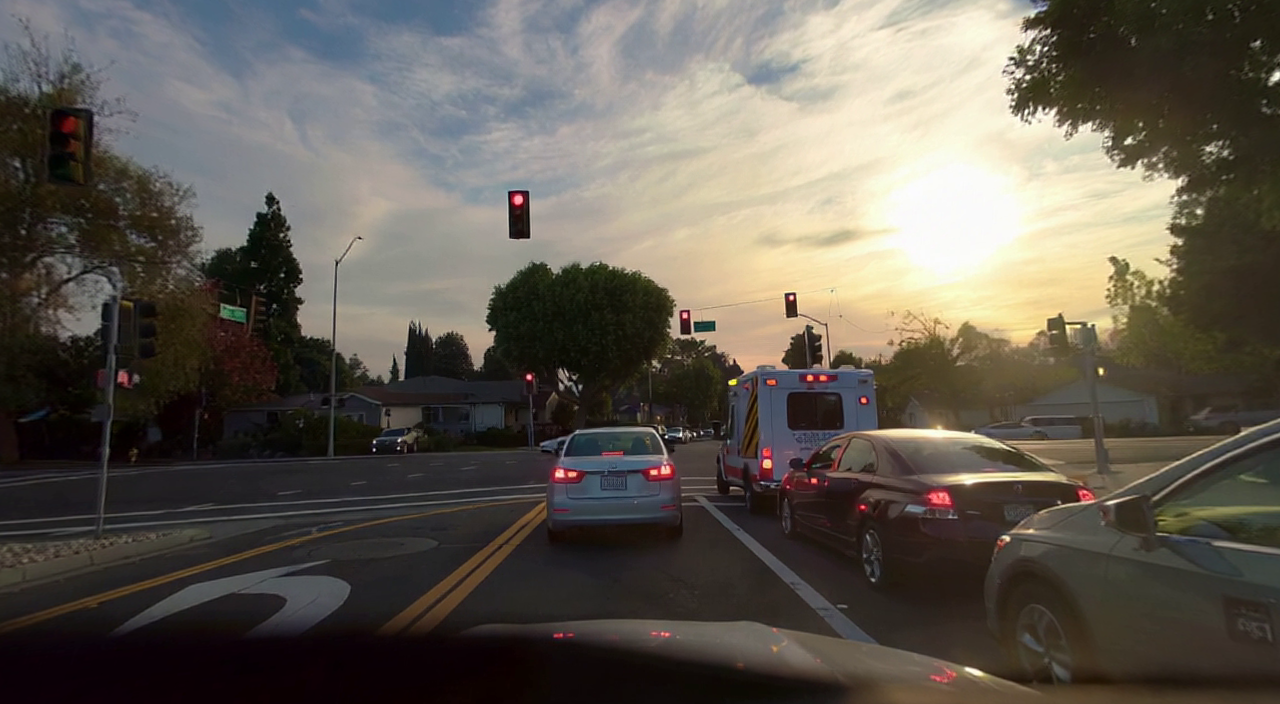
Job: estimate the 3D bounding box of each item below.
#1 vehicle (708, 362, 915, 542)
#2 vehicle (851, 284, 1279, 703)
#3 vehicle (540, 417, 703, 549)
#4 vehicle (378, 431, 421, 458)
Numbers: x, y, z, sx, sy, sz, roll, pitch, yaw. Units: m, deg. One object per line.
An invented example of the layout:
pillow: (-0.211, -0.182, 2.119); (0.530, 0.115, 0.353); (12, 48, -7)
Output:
vehicle: (2.880, 1.892, 12.353); (2.406, 2.687, 5.521); (0, -8, 0)
vehicle: (2.851, 0.894, 2.835); (2.194, 1.820, 4.652); (0, -8, 0)
vehicle: (-0.279, 1.984, 10.180); (2.114, 1.707, 3.725); (0, -8, -1)
vehicle: (-17.759, 6.880, 46.862); (2.246, 1.880, 4.454); (1, -8, -12)
